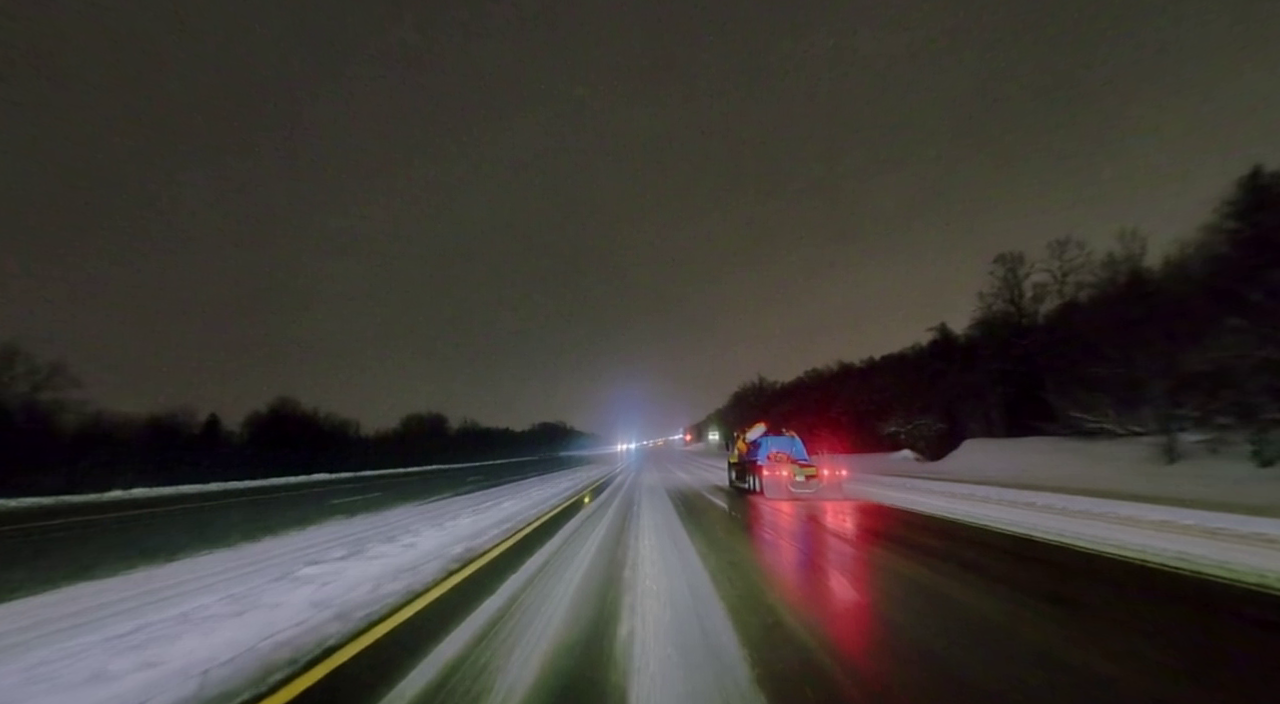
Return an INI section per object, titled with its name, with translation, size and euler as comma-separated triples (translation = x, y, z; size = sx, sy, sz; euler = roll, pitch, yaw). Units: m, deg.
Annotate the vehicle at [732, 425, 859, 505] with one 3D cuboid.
[vehicle]
translation = 4.350, 3.286, 18.745
size = 2.309, 2.003, 5.139
euler = 0, -9, -2
